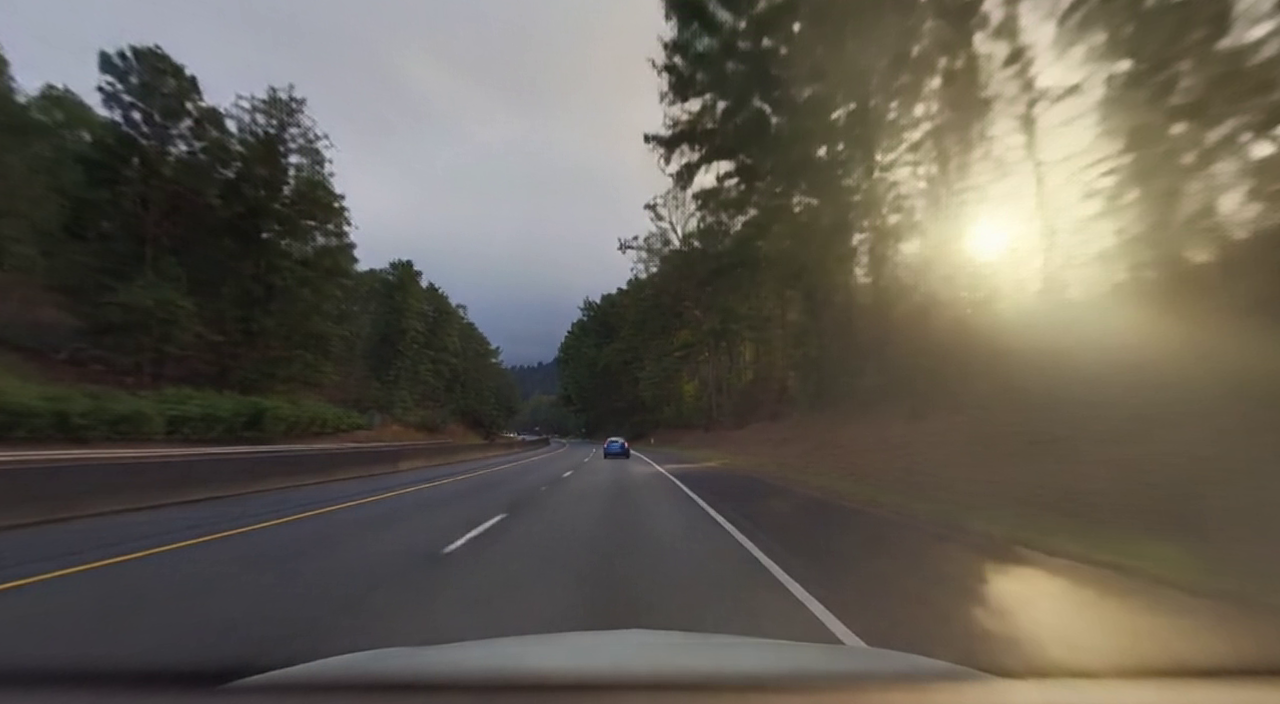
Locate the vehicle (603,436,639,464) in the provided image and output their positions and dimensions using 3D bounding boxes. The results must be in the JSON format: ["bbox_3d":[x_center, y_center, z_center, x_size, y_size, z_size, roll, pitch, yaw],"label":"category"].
[{"bbox_3d":[-1.111,5.678,36.706,2.004,1.515,3.968,0,-8,-1],"label":"vehicle"}]
